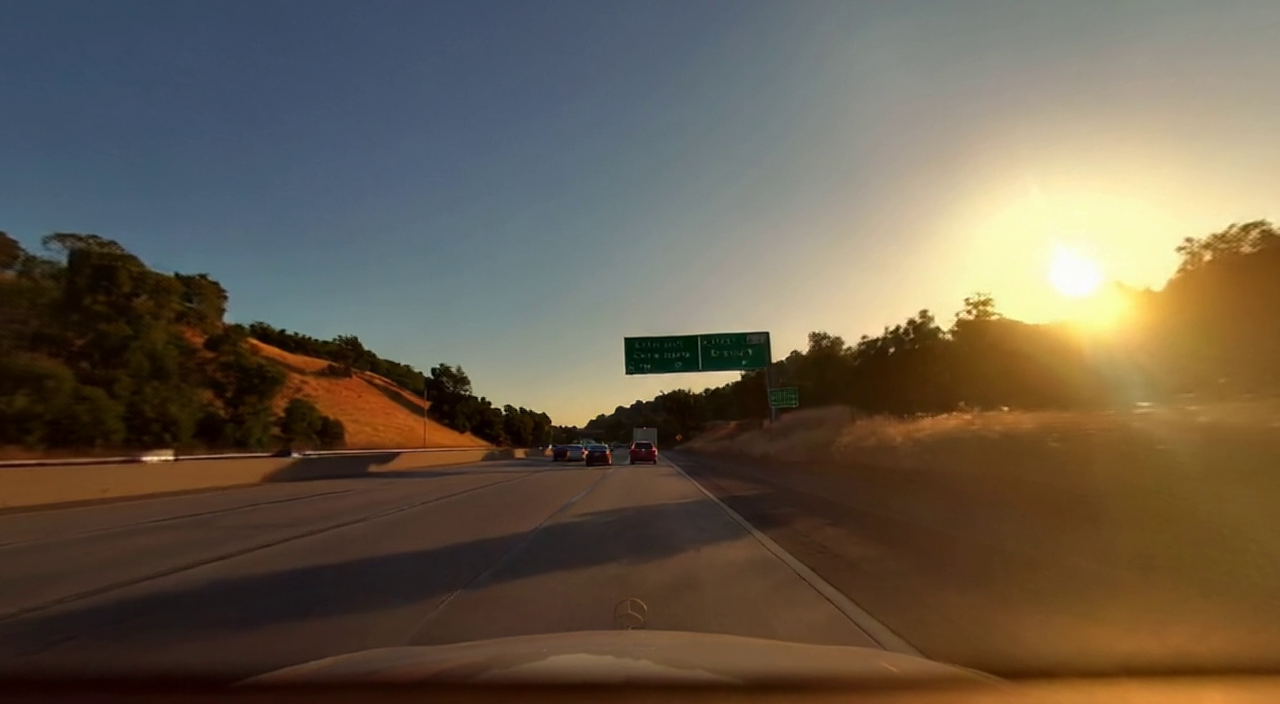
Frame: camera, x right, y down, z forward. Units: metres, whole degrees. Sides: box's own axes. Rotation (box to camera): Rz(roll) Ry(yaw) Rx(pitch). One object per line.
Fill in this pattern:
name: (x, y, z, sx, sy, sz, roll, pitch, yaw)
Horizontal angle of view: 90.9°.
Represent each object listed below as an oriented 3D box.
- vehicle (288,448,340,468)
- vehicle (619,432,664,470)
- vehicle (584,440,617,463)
vehicle: (-24.343, 7.893, 47.206, 1.826, 1.366, 3.839, 0, -8, 0)
vehicle: (0.101, 5.398, 34.629, 2.309, 1.915, 5.130, 0, -8, 1)
vehicle: (-2.931, 7.520, 47.817, 2.139, 1.589, 5.102, -1, -8, 1)
